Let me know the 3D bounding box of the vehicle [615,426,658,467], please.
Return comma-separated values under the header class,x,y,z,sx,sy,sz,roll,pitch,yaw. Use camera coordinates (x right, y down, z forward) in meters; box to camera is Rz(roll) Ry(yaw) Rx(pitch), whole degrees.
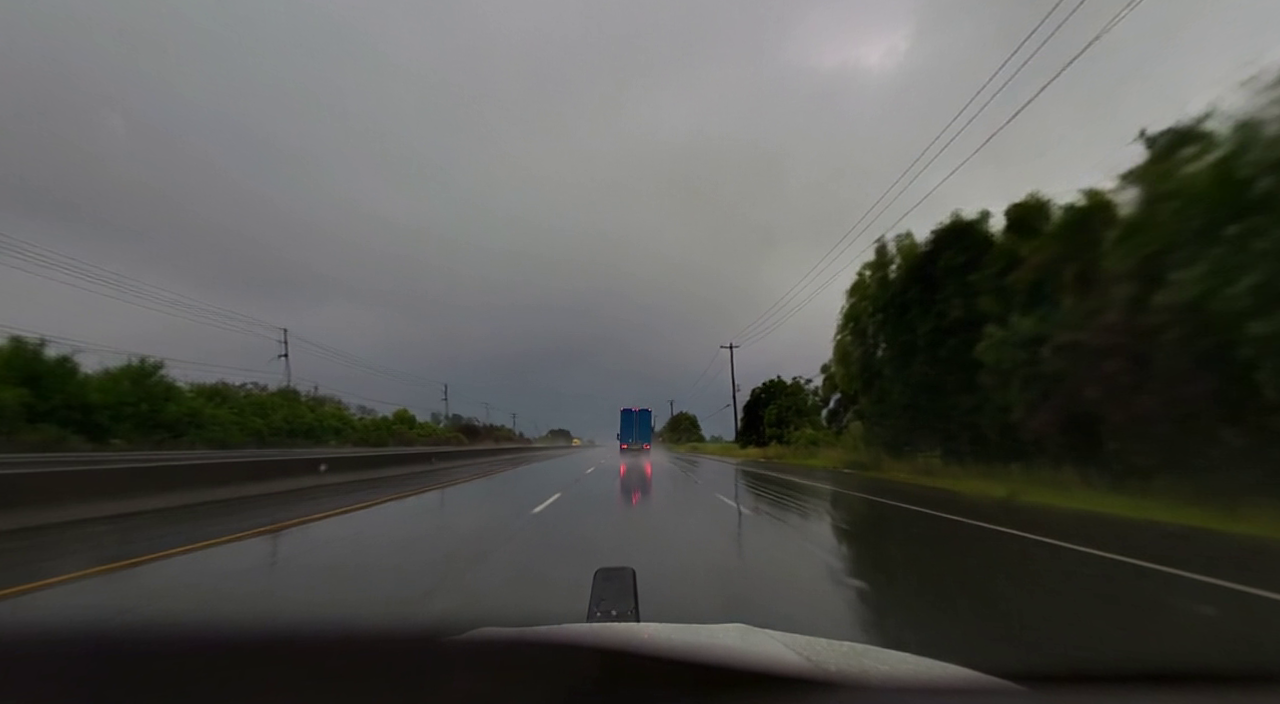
class,x,y,z,sx,sy,sz,roll,pitch,yaw
vehicle,-0.256,5.285,35.205,2.240,2.129,4.480,0,-8,-2
